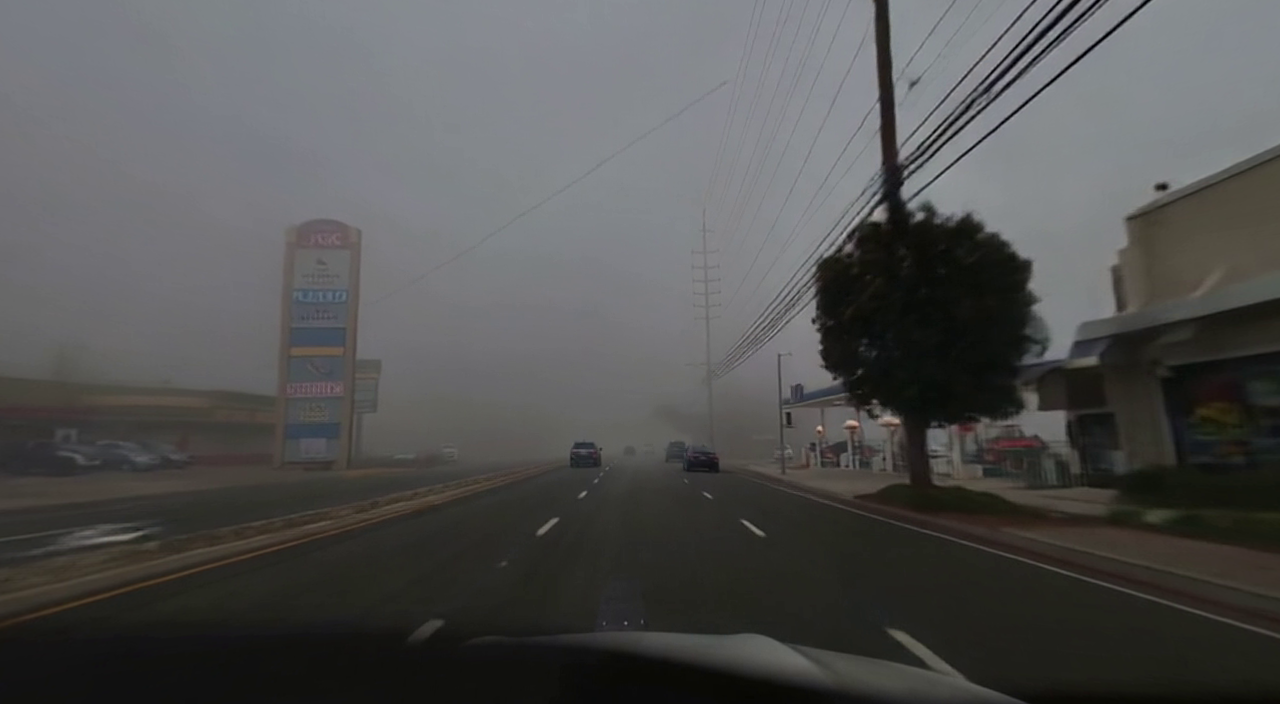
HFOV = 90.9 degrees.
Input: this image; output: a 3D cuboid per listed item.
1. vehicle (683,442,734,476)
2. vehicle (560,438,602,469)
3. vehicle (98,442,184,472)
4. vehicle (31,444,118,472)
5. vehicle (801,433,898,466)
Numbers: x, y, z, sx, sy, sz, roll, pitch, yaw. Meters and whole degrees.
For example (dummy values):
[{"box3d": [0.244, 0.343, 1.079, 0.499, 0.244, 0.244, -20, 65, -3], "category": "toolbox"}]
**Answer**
[{"box3d": [3.363, 5.306, 31.608, 1.978, 1.455, 4.195, 4, -9, -1], "category": "vehicle"}, {"box3d": [-3.362, 5.914, 36.751, 2.047, 1.664, 4.148, 0, -9, 0], "category": "vehicle"}, {"box3d": [-31.302, 6.592, 39.736, 1.859, 1.704, 4.366, -1, -9, -1], "category": "vehicle"}, {"box3d": [-34.599, 6.470, 38.708, 1.923, 1.597, 4.127, 1, -9, -10], "category": "vehicle"}, {"box3d": [12.125, 5.654, 36.710, 4.832, 1.813, 2.170, 1, -9, -6], "category": "vehicle"}]
